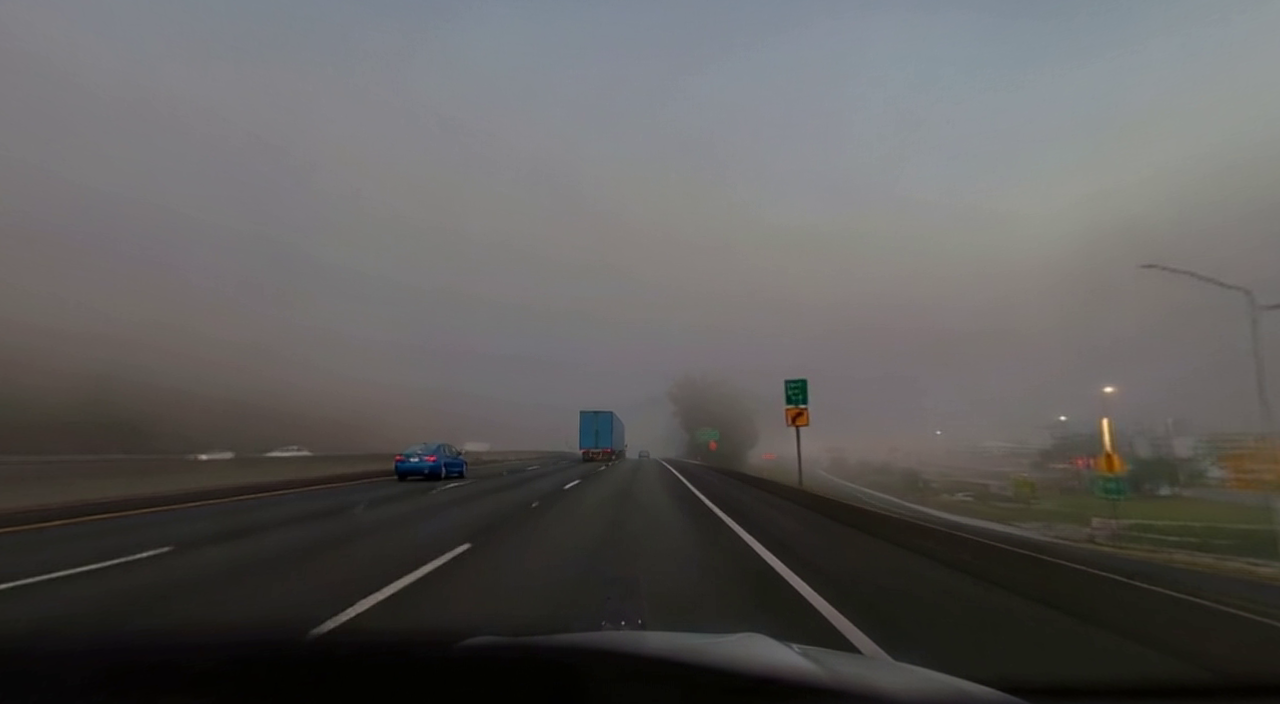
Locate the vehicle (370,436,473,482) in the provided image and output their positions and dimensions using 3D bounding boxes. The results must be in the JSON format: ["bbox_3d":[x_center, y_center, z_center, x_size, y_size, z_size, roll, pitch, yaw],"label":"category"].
[{"bbox_3d":[-7.594,3.748,22.358,1.901,1.467,4.629,0,-8,1],"label":"vehicle"}]

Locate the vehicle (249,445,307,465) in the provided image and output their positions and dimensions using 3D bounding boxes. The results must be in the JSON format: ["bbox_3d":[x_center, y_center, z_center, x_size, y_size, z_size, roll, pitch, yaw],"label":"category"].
[{"bbox_3d":[-28.738,8.156,49.985,1.783,1.447,4.651,0,-8,1],"label":"vehicle"}]
